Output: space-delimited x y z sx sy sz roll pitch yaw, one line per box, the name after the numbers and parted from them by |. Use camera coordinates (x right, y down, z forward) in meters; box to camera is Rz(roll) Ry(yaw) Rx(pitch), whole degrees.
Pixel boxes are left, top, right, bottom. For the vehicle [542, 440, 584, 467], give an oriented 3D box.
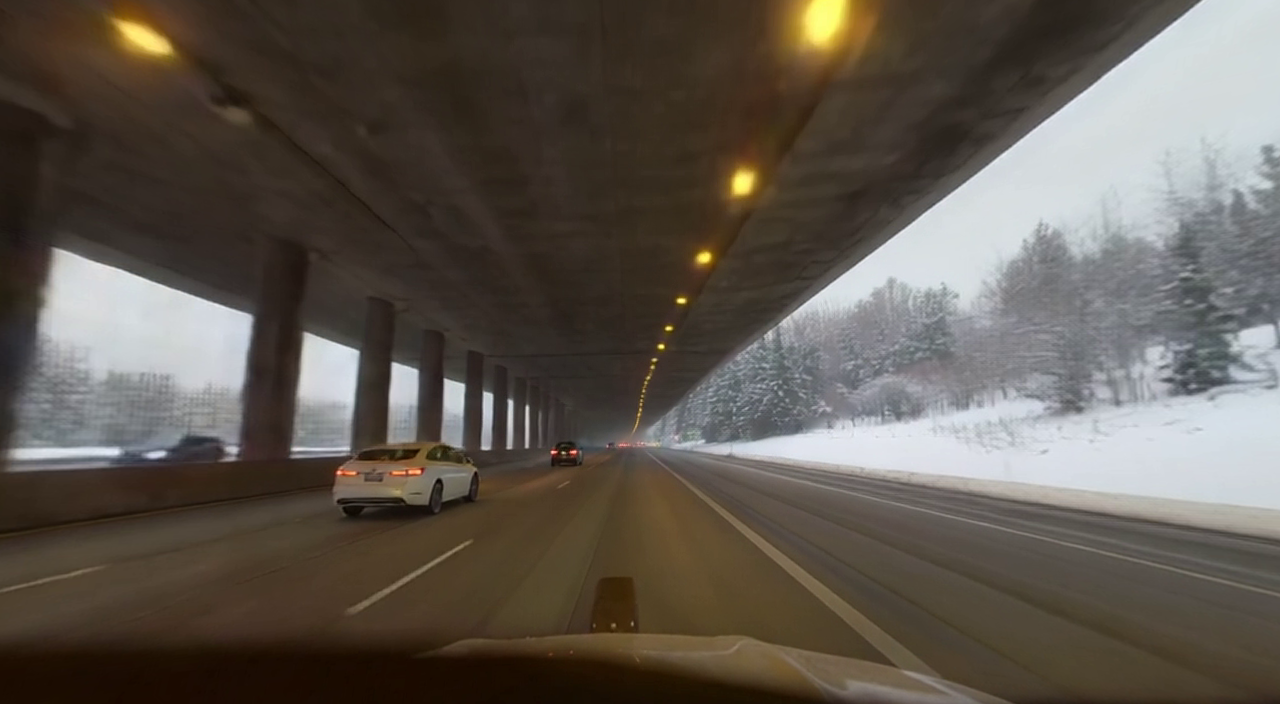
-4.425 5.903 36.761 1.973 1.474 4.199 0 -8 -1 | vehicle

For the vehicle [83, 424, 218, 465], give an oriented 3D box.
-19.594 3.752 25.505 1.836 1.488 4.513 0 -8 0 | vehicle

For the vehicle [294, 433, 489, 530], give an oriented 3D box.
-4.256 2.262 11.648 1.885 1.424 4.230 0 -8 0 | vehicle
